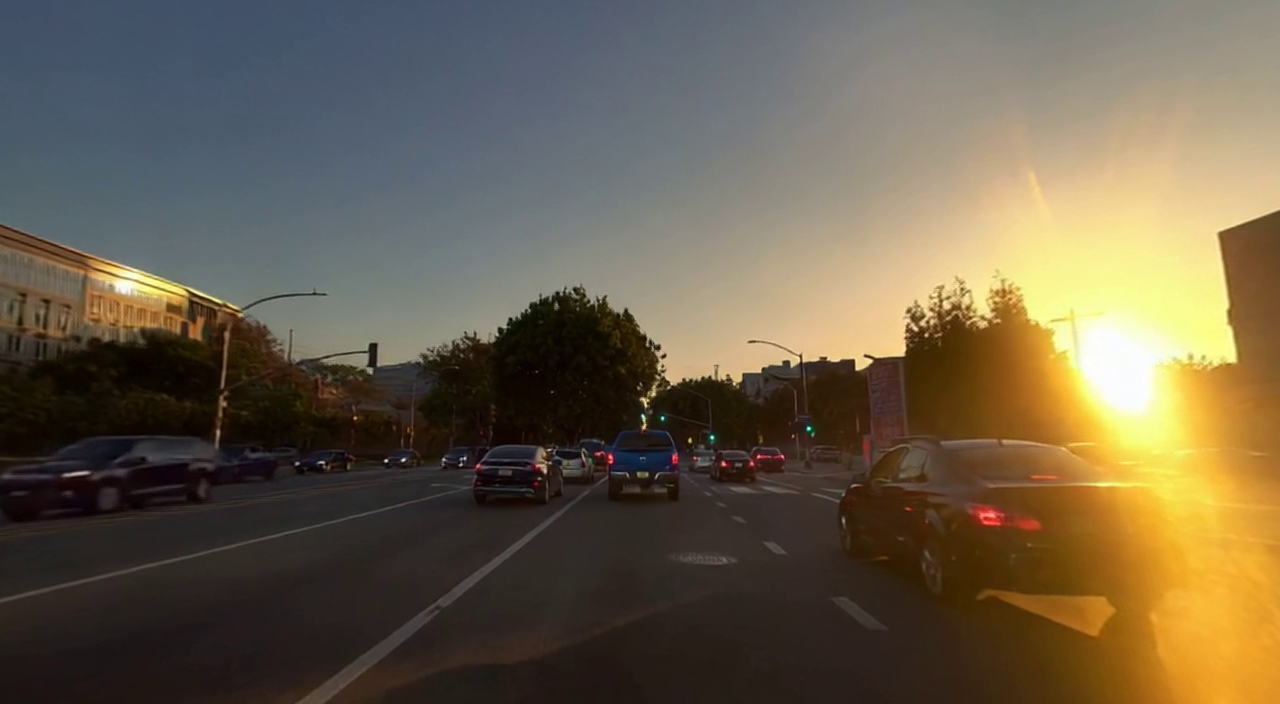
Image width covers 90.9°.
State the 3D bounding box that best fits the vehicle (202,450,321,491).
[{"bbox_3d":[-15.101,4.714,25.501,1.897,1.461,4.602,0,-8,1],"label":"vehicle"}]

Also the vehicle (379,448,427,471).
[{"bbox_3d":[-18.450,8.391,49.355,2.025,1.625,4.527,0,-8,0],"label":"vehicle"}]

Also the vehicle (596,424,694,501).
[{"bbox_3d":[0.111,3.185,18.558,2.493,1.934,4.957,0,-8,0],"label":"vehicle"}]

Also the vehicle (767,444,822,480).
[{"bbox_3d":[8.725,6.225,35.994,2.126,1.820,4.521,2,-8,2],"label":"vehicle"}]

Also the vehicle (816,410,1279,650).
[{"bbox_3d":[3.378,1.525,6.461,1.955,1.628,4.152,0,-8,0],"label":"vehicle"}]

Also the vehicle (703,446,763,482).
[{"bbox_3d":[4.054,4.975,28.301,1.968,1.472,4.456,0,-8,0],"label":"vehicle"}]

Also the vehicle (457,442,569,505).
[{"bbox_3d":[-3.239,3.179,17.041,1.986,1.465,4.509,0,-8,2],"label":"vehicle"}]

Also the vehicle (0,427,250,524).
[{"bbox_3d":[-11.742,2.732,14.589,2.150,1.838,4.981,0,-8,1],"label":"vehicle"}]
